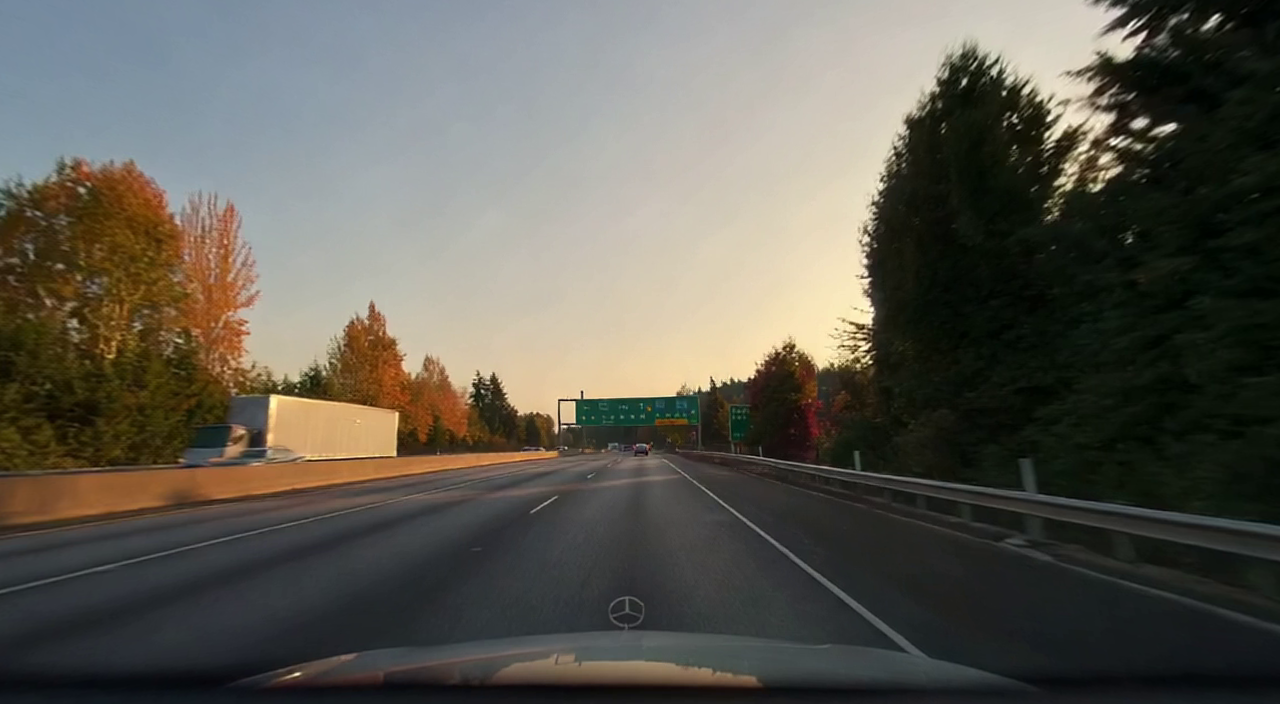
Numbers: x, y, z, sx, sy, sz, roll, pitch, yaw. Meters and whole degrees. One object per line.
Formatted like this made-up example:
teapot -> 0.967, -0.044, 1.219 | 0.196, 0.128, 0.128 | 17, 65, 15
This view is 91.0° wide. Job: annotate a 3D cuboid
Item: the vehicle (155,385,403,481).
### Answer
vehicle -> -17.511, 4.448, 33.543 | 2.986, 3.793, 17.217 | 0, -8, 1
